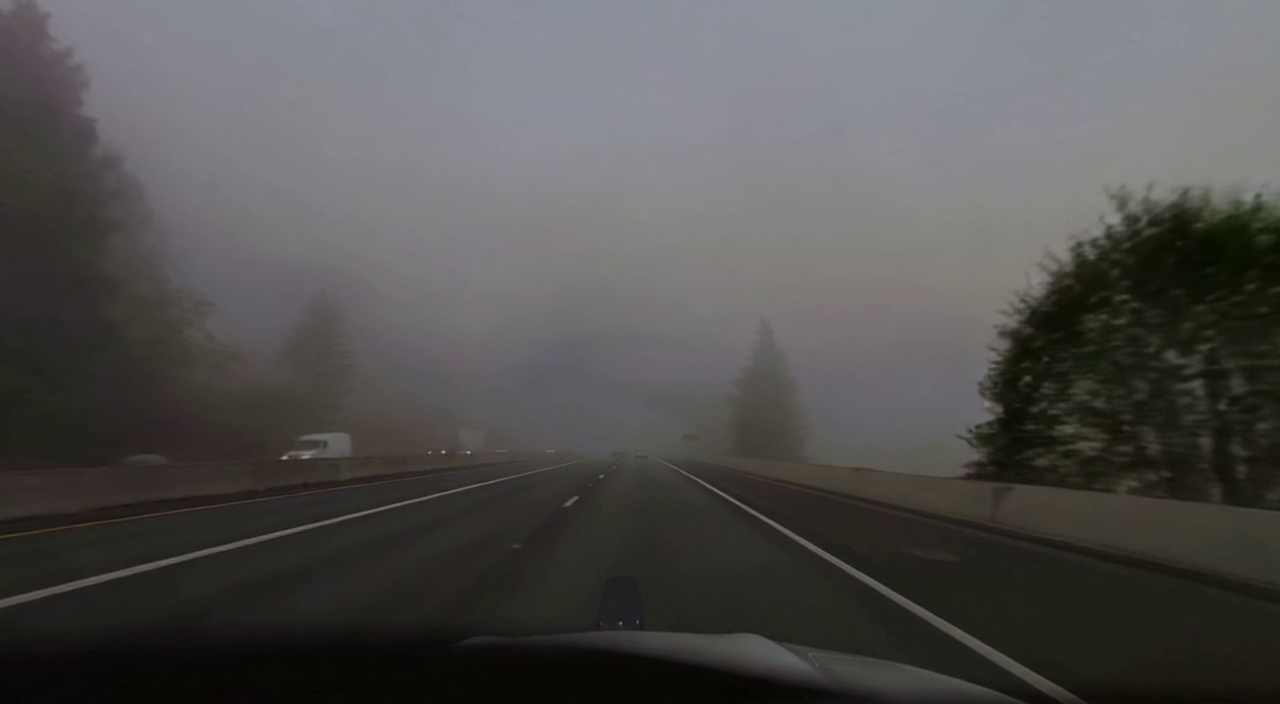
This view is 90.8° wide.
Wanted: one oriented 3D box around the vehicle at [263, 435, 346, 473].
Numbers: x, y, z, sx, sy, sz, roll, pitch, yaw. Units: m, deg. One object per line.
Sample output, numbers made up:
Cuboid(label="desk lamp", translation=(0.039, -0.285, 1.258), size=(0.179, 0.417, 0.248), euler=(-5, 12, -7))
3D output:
Cuboid(label="vehicle", translation=(-24.249, 7.408, 46.017), size=(2.264, 2.510, 6.892), euler=(0, -9, 0))
